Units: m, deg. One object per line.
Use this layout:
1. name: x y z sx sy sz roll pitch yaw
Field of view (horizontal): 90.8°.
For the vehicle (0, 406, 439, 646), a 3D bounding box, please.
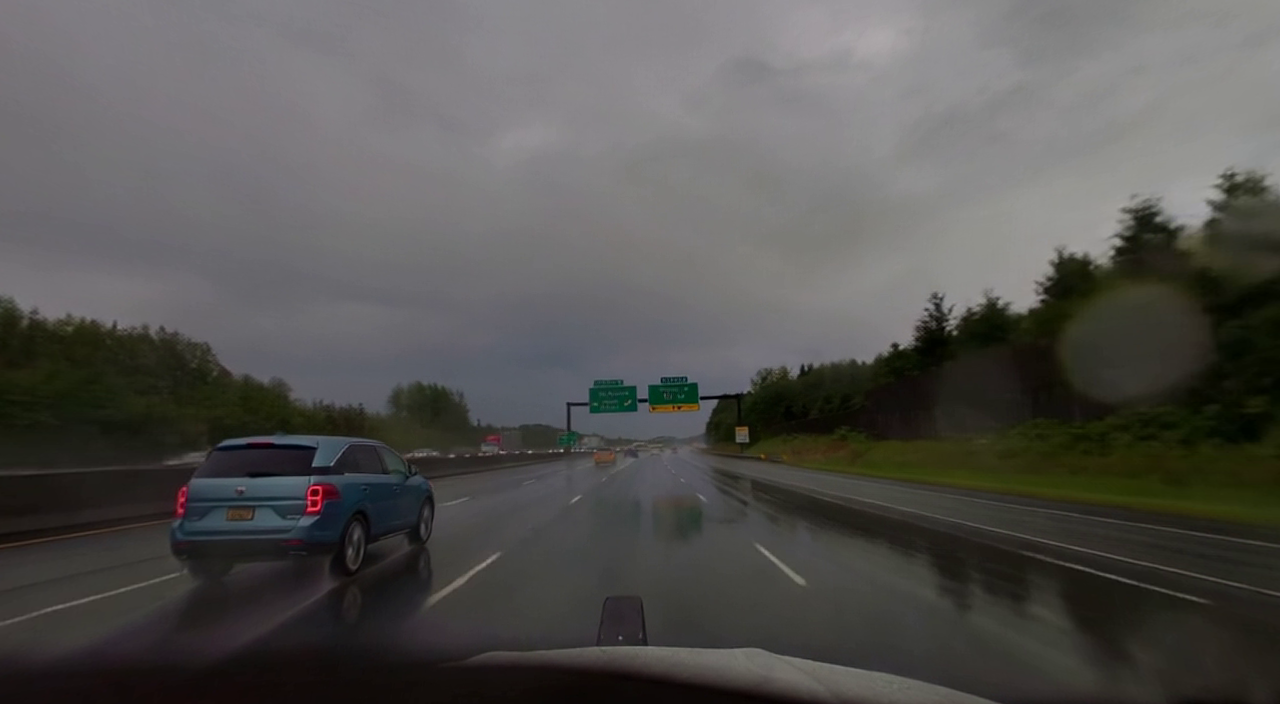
1. vehicle: -3.780 1.501 6.455 2.016 1.623 4.126 0 -9 1
